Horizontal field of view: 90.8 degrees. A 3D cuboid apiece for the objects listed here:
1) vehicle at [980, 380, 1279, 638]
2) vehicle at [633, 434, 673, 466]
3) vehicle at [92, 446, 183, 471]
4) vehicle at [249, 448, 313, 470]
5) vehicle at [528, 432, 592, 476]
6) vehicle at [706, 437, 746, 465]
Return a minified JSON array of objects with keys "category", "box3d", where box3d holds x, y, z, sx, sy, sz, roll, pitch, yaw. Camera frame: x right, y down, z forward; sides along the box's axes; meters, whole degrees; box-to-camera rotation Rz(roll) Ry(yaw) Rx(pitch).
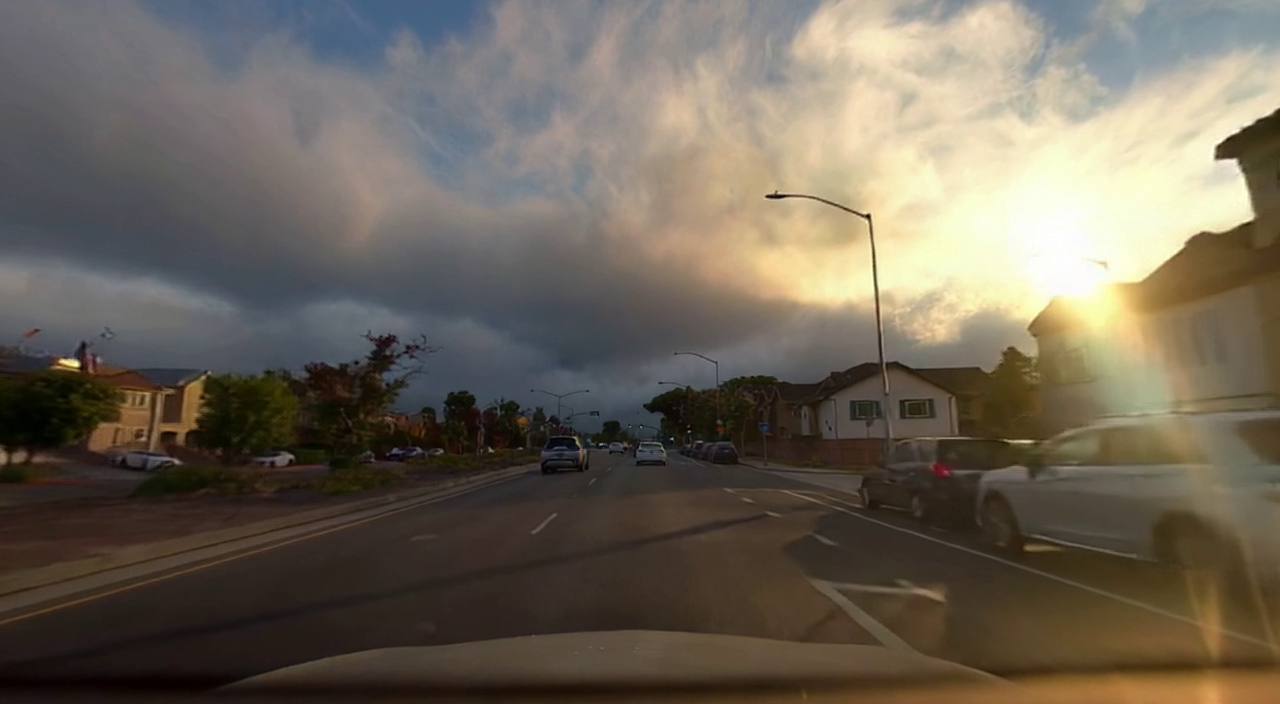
[{"category":"vehicle","box3d":[5.822,1.334,5.839,2.217,1.874,5.660,0,-9,0]},{"category":"vehicle","box3d":[0.736,6.016,38.841,2.273,1.851,5.075,0,-9,0]},{"category":"vehicle","box3d":[-31.000,6.568,39.072,4.068,1.522,1.726,0,-9,-1]},{"category":"vehicle","box3d":[-25.506,7.618,45.031,1.839,1.463,4.705,0,-9,-1]},{"category":"vehicle","box3d":[-3.434,4.532,28.094,2.233,1.775,4.491,0,-9,0]},{"category":"vehicle","box3d":[5.950,6.949,44.386,2.154,1.824,4.782,0,-9,0]}]
